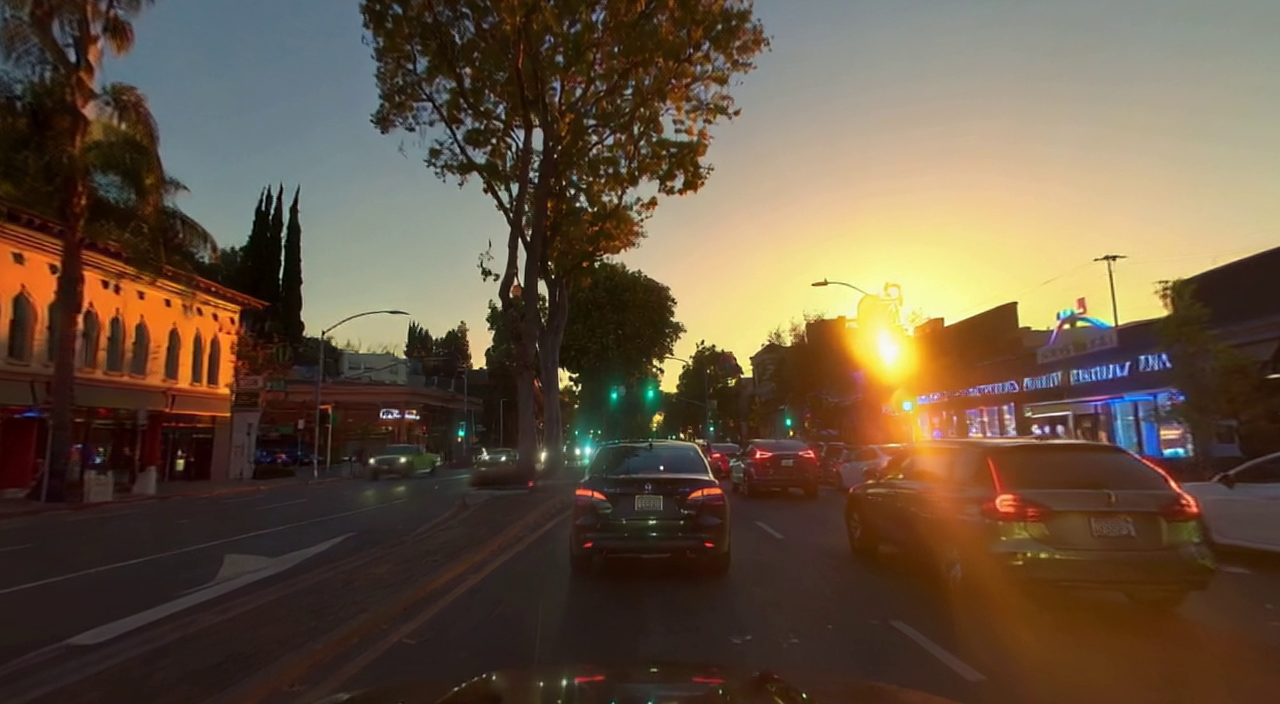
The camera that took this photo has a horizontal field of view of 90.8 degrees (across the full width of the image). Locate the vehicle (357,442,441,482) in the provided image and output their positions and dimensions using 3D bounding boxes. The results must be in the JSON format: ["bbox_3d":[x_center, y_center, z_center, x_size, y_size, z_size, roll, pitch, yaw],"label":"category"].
[{"bbox_3d":[-11.326,5.174,30.075,2.042,1.749,4.629,-1,-8,1],"label":"vehicle"}]

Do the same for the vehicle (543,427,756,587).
[{"bbox_3d":[0.061,1.732,7.808,2.006,1.487,3.535,0,-8,-1],"label":"vehicle"}]

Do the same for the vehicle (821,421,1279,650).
[{"bbox_3d":[3.414,1.525,6.317,1.988,1.480,4.195,0,-8,1],"label":"vehicle"}]

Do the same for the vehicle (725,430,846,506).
[{"bbox_3d":[3.544,2.914,16.322,2.025,1.660,4.334,0,-8,-1],"label":"vehicle"}]
